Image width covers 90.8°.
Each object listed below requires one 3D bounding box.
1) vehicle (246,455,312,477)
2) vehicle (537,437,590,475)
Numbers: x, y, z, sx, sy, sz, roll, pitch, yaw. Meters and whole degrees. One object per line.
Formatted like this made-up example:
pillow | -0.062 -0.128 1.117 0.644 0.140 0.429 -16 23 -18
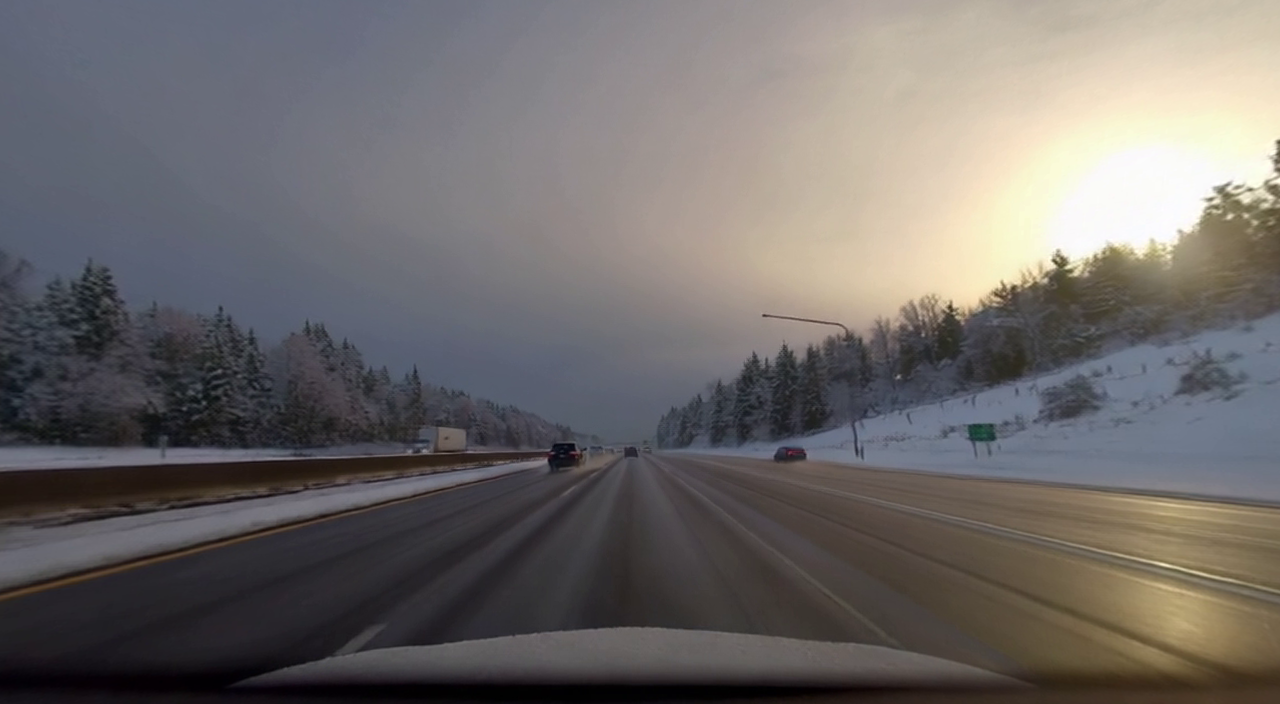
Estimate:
vehicle | -26.390 8.342 46.377 1.914 1.493 4.841 0 -9 1
vehicle | -3.799 5.246 32.104 2.114 1.774 4.427 0 -9 0
